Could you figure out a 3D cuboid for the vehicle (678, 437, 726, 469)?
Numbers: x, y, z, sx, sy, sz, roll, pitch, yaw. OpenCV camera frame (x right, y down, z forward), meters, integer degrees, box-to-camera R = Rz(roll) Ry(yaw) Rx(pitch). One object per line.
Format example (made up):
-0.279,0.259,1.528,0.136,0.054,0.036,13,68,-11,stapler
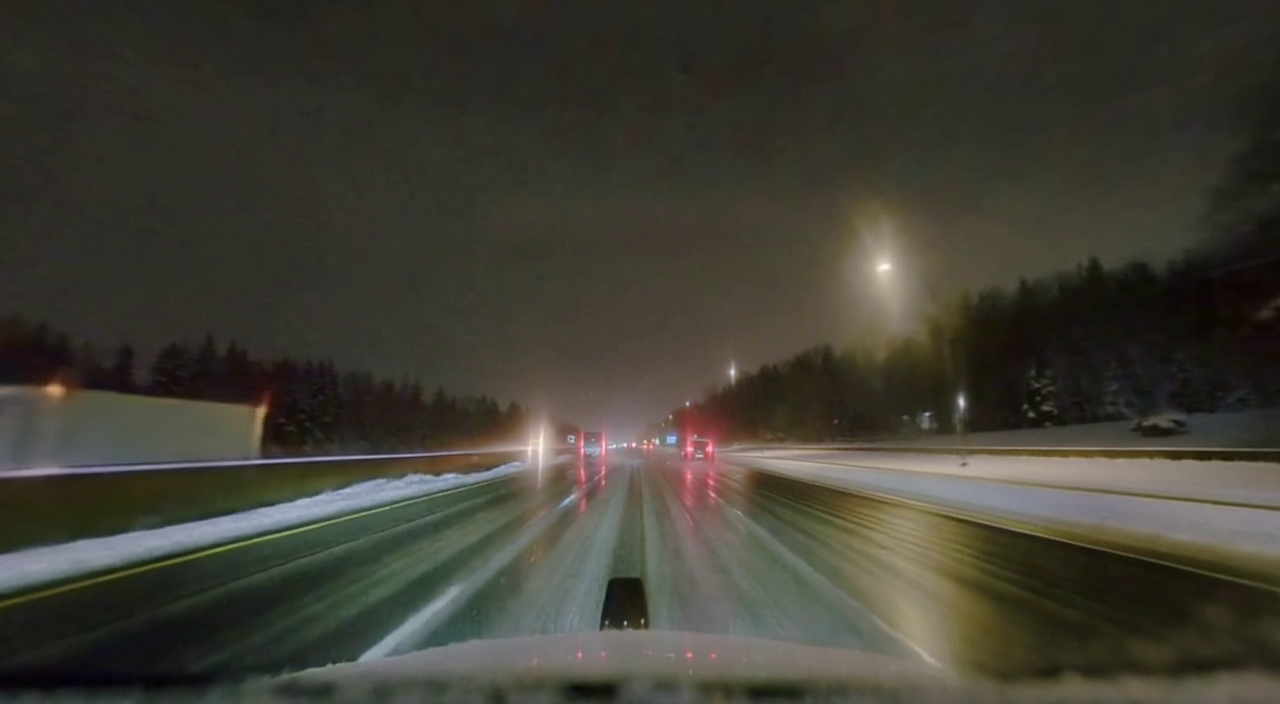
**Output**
3.413,5.642,35.288,2.202,1.682,4.188,0,-9,0,vehicle

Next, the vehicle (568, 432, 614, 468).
-2.901,6.026,38.549,2.291,2.052,4.887,0,-9,1,vehicle

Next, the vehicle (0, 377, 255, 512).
-21.335,3.719,25.099,3.016,4.139,14.005,0,-9,0,vehicle
